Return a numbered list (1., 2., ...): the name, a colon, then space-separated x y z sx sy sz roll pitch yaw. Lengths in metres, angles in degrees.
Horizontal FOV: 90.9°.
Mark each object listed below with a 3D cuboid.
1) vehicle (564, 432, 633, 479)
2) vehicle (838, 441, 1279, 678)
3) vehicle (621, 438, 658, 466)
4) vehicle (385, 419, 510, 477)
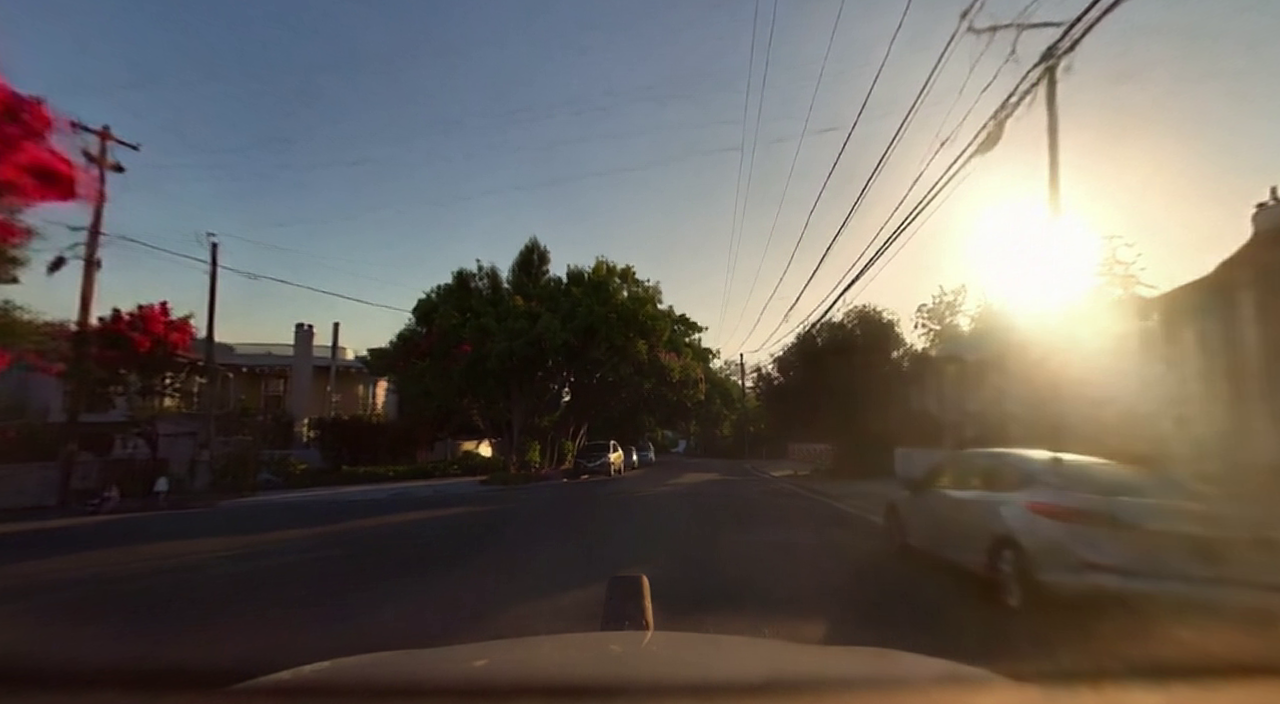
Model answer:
1. vehicle: -1.766 4.749 29.268 2.463 1.951 5.794 -1 -8 3
2. vehicle: 3.850 1.683 6.560 2.151 1.468 5.066 0 -8 3
3. vehicle: 0.057 7.214 45.576 2.139 1.882 4.635 -1 -8 7
4. vehicle: -9.759 4.910 32.482 5.828 2.818 2.231 2 -8 -13
